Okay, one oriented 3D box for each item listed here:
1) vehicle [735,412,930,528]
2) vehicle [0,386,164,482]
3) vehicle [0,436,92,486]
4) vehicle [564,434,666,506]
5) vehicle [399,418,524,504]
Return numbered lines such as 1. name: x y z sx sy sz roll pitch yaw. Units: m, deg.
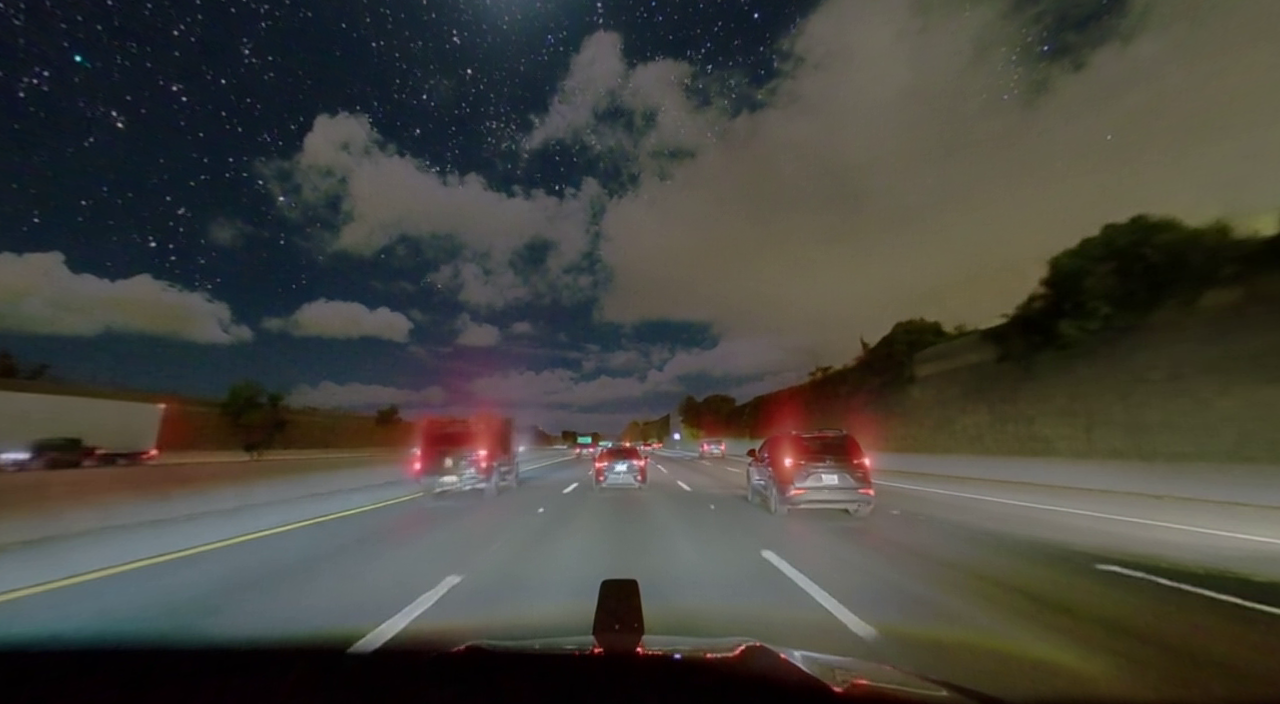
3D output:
1. vehicle: 3.396 2.203 12.357 2.162 1.800 4.693 0 -8 -2
2. vehicle: -26.744 3.541 26.929 2.809 3.756 13.707 0 -8 -3
3. vehicle: -22.031 3.799 22.211 1.839 1.607 4.151 0 -8 -2
4. vehicle: -0.577 2.732 15.084 2.098 1.475 3.997 0 -8 -2
5. vehicle: -4.536 2.842 16.925 1.983 1.948 4.822 0 -8 -1
